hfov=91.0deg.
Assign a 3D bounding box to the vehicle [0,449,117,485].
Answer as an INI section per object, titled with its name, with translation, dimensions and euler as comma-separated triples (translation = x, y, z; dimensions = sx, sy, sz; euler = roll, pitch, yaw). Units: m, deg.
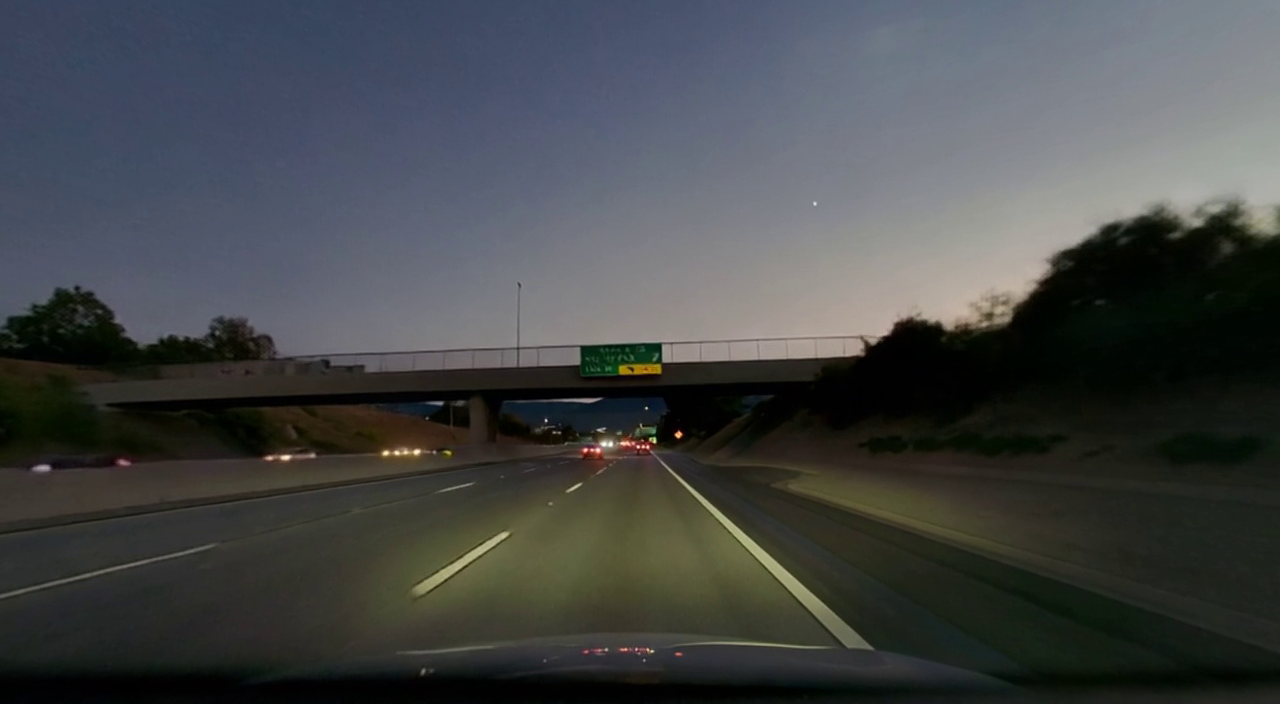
[vehicle]
translation = -28.900, 5.628, 31.182
dimensions = 1.912, 1.552, 4.718
euler = 0, -8, 1
